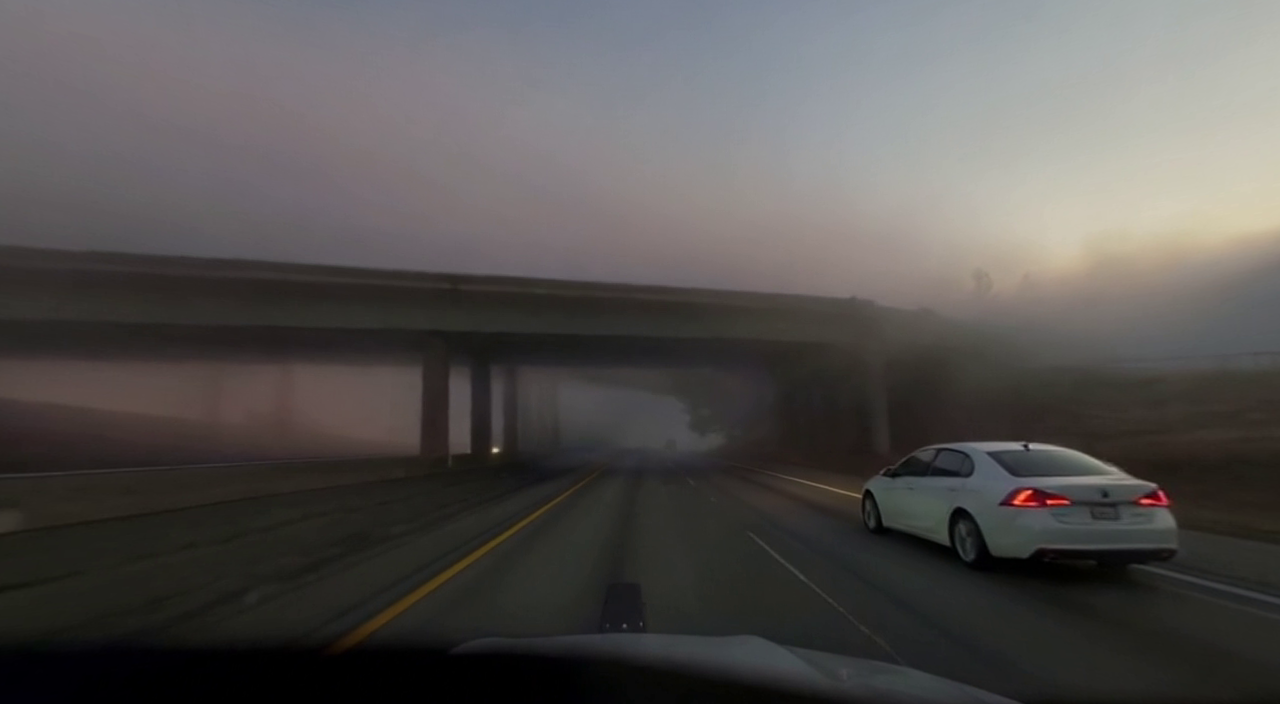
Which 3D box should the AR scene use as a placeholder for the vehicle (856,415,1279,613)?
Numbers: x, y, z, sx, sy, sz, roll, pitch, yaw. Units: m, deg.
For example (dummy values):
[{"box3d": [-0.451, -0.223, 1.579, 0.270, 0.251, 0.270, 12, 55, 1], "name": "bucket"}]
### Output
[{"box3d": [4.370, 1.584, 7.253, 2.027, 1.487, 4.718, 0, -8, -1], "name": "vehicle"}]
